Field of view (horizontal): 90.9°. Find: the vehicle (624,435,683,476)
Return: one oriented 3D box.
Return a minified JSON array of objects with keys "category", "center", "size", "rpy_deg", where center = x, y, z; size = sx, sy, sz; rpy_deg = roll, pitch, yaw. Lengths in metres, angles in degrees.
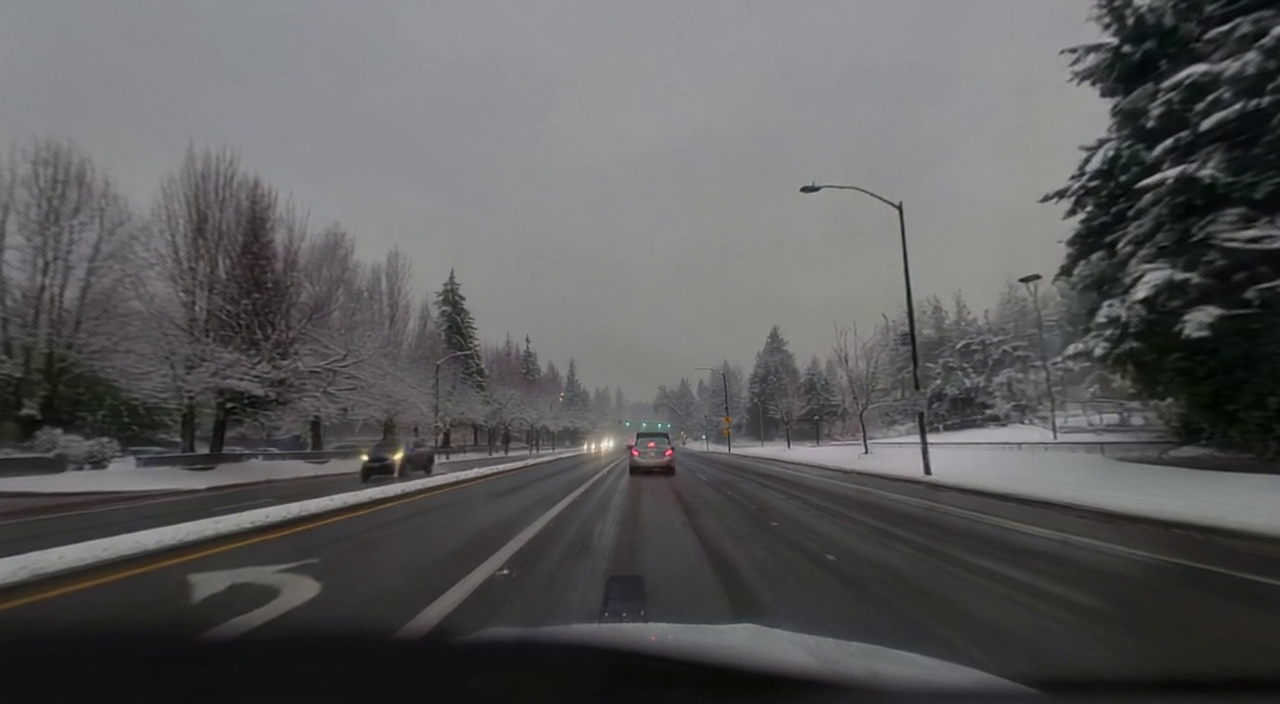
[{"category":"vehicle","center":[0.444,3.942,24.237],"size":[2.093,1.442,3.977],"rpy_deg":[0,-8,-1]}]

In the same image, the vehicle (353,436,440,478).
[{"category":"vehicle","center":[-11.921,5.152,31.295],"size":[2.259,1.867,4.875],"rpy_deg":[0,-8,1]}]
